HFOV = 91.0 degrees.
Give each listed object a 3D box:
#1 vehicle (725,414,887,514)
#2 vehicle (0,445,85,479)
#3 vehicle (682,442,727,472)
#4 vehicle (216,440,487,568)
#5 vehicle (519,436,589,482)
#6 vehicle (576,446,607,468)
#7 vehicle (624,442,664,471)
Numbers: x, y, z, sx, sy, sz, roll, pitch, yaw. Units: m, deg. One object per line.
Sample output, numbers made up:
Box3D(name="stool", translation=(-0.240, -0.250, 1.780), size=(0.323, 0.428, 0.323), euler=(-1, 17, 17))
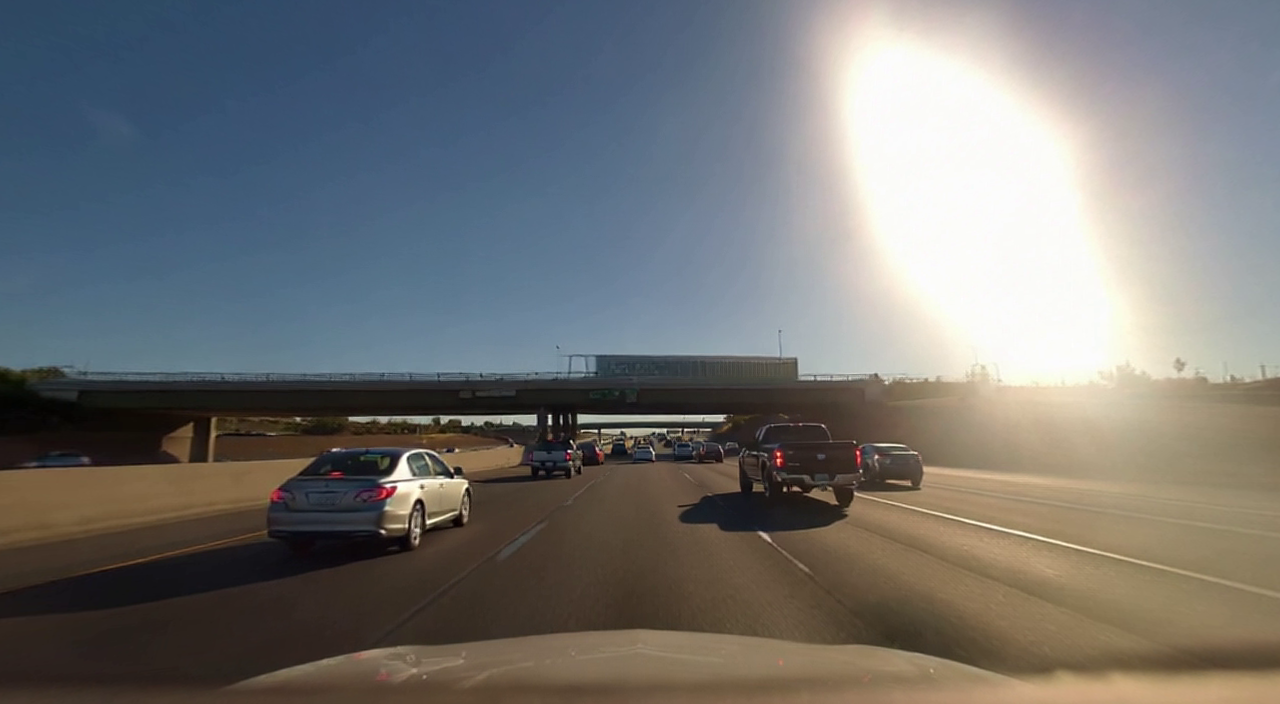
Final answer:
Box3D(name="vehicle", translation=(3.618, 2.608, 15.158), size=(2.340, 1.925, 5.529), euler=(1, -9, -1))
Box3D(name="vehicle", translation=(-30.885, 5.464, 31.595), size=(1.875, 1.542, 4.486), euler=(0, -9, 0))
Box3D(name="vehicle", translation=(3.773, 6.200, 37.469), size=(2.145, 1.636, 4.437), euler=(1, -9, -1))
Box3D(name="vehicle", translation=(-3.816, 2.065, 9.370), size=(1.947, 1.424, 4.264), euler=(0, -9, 1))
Box3D(name="vehicle", translation=(-3.575, 4.560, 27.117), size=(2.176, 1.783, 4.799), euler=(0, -9, 2))
Box3D(name="vehicle", translation=(-3.405, 7.423, 44.722), size=(1.907, 1.484, 3.954), euler=(0, -9, 0))
Box3D(name="vehicle", translation=(0.202, 6.023, 36.436), size=(2.147, 1.572, 4.094), euler=(0, -9, 0))
